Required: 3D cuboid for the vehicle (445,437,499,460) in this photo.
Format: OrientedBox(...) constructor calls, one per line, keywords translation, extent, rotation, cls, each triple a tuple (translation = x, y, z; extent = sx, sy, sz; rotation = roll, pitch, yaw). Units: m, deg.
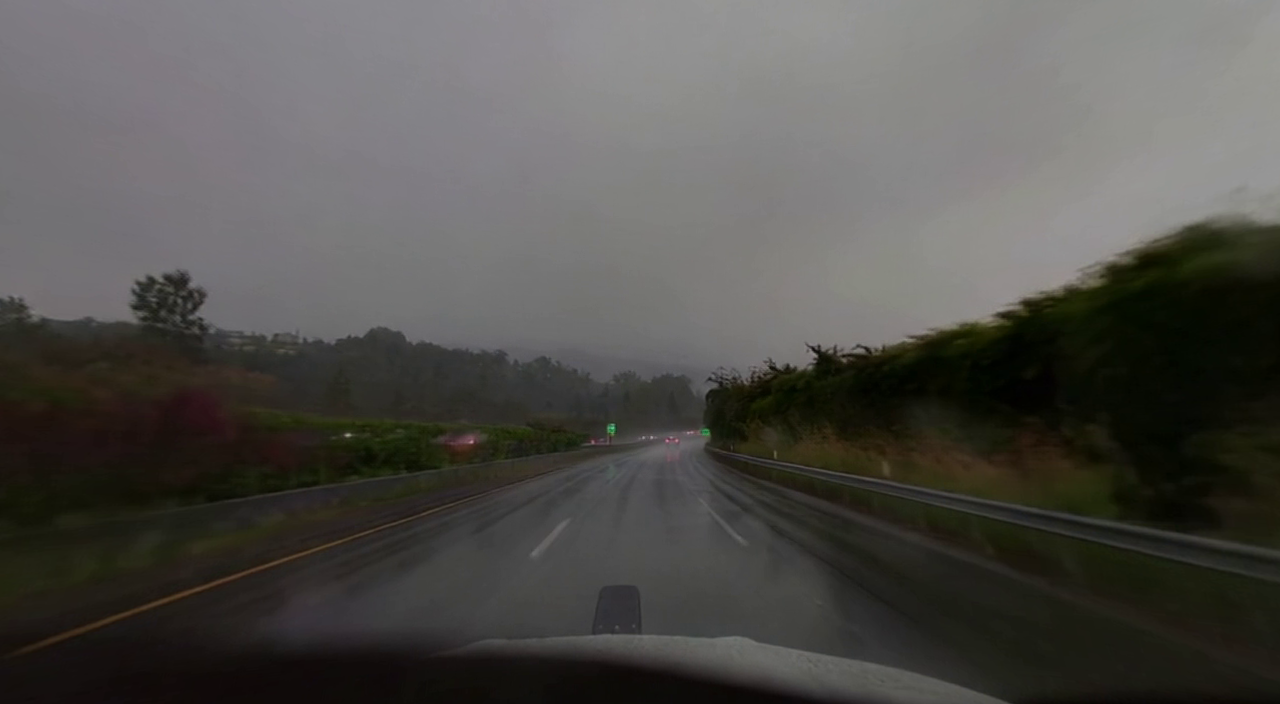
OrientedBox(translation=(-12.134, 6.972, 45.762), extent=(2.141, 1.612, 3.998), rotation=(-2, -8, 13), cls="vehicle")
